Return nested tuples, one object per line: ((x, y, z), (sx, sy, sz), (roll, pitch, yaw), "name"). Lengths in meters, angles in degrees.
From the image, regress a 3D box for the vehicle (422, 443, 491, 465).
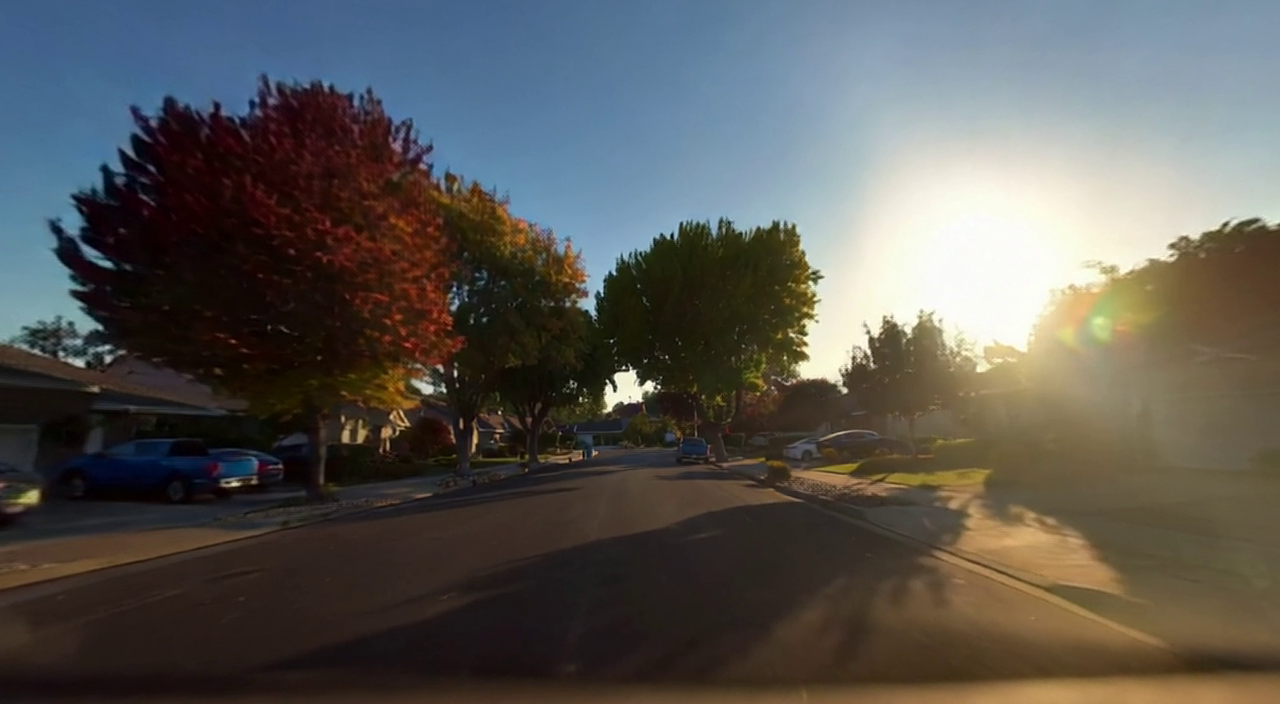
((-12.899, 7.201, 44.644), (4.225, 1.498, 1.917), (0, -8, 2), "vehicle")

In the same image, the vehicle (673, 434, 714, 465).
((3.628, 6.723, 43.700), (2.313, 1.962, 6.029), (0, -8, 0), "vehicle")

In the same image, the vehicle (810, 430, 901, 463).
((11.381, 5.000, 33.607), (4.069, 1.680, 2.156), (0, -7, 3), "vehicle")

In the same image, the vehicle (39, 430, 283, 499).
((-13.646, 3.219, 18.281), (5.286, 1.847, 2.166), (0, -8, 2), "vehicle")
